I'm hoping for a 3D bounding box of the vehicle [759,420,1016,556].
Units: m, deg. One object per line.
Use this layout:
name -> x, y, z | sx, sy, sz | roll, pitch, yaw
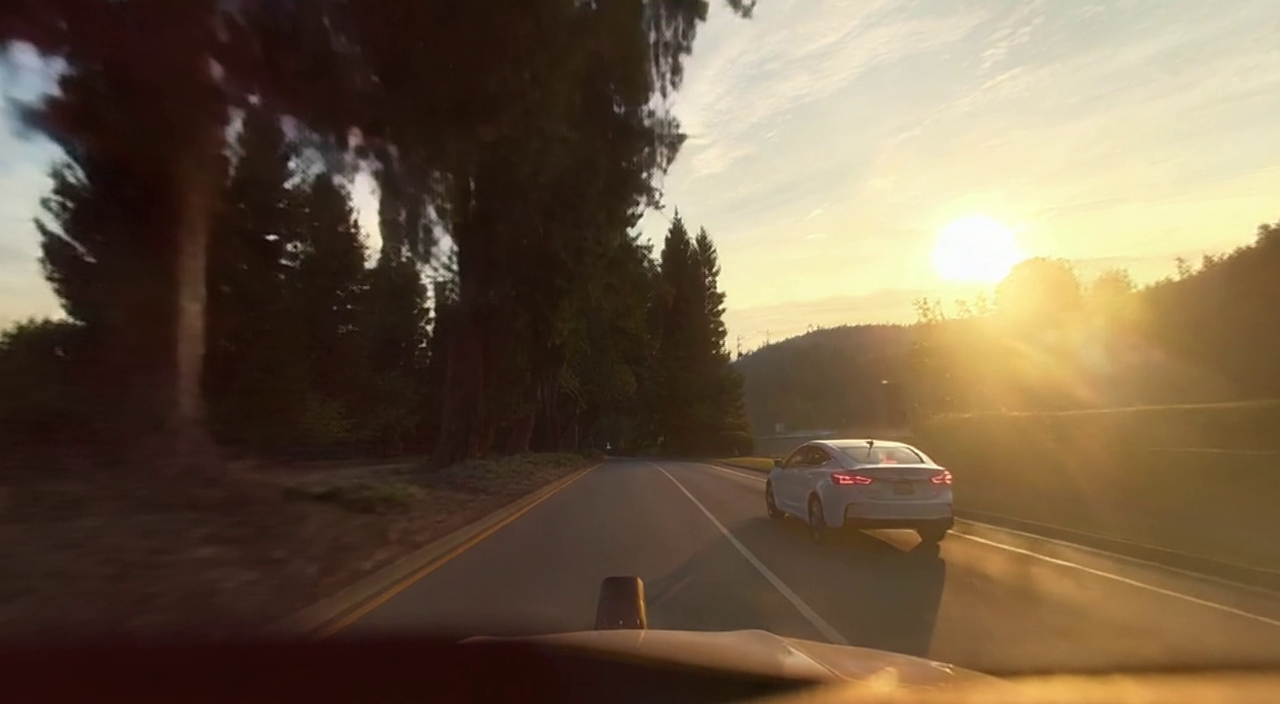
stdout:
vehicle -> 3.373, 1.958, 9.840 | 2.060, 1.584, 4.592 | 0, -9, -1
